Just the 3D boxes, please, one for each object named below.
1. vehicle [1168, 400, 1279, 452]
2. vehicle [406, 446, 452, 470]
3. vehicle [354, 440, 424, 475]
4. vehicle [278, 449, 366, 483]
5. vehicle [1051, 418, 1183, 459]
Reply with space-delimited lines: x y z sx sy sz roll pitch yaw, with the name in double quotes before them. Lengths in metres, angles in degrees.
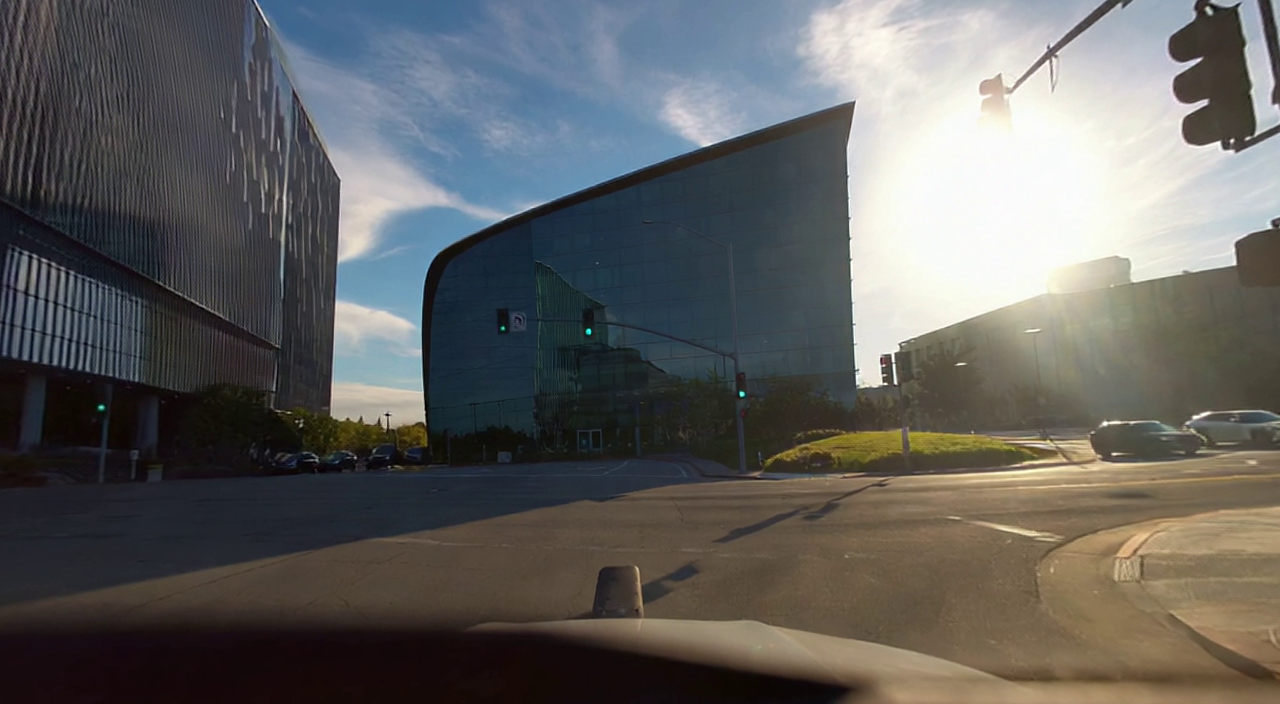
"vehicle" 24.413 3.027 25.164 2.109 1.836 5.080 -2 -10 -1
"vehicle" -15.114 7.604 45.317 1.932 1.605 4.146 1 -9 -1
"vehicle" -14.878 6.298 37.737 2.091 1.915 5.040 0 -9 0
"vehicle" -14.800 5.305 29.616 1.790 1.437 4.349 0 -9 2
"vehicle" 19.077 3.525 25.487 1.834 1.480 4.458 0 -9 0
